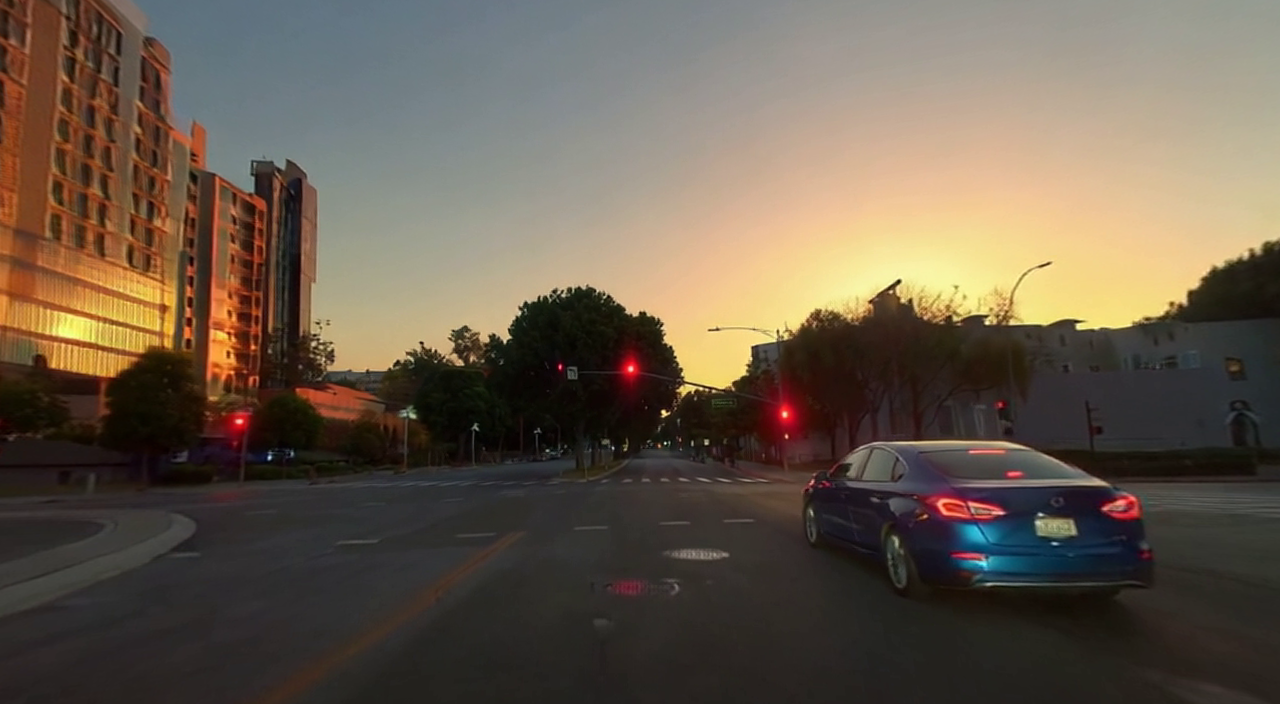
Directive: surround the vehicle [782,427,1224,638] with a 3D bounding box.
[{"bbox_3d":[3.240,1.691,7.125,2.089,1.539,4.767,0,-8,-1],"label":"vehicle"}]
